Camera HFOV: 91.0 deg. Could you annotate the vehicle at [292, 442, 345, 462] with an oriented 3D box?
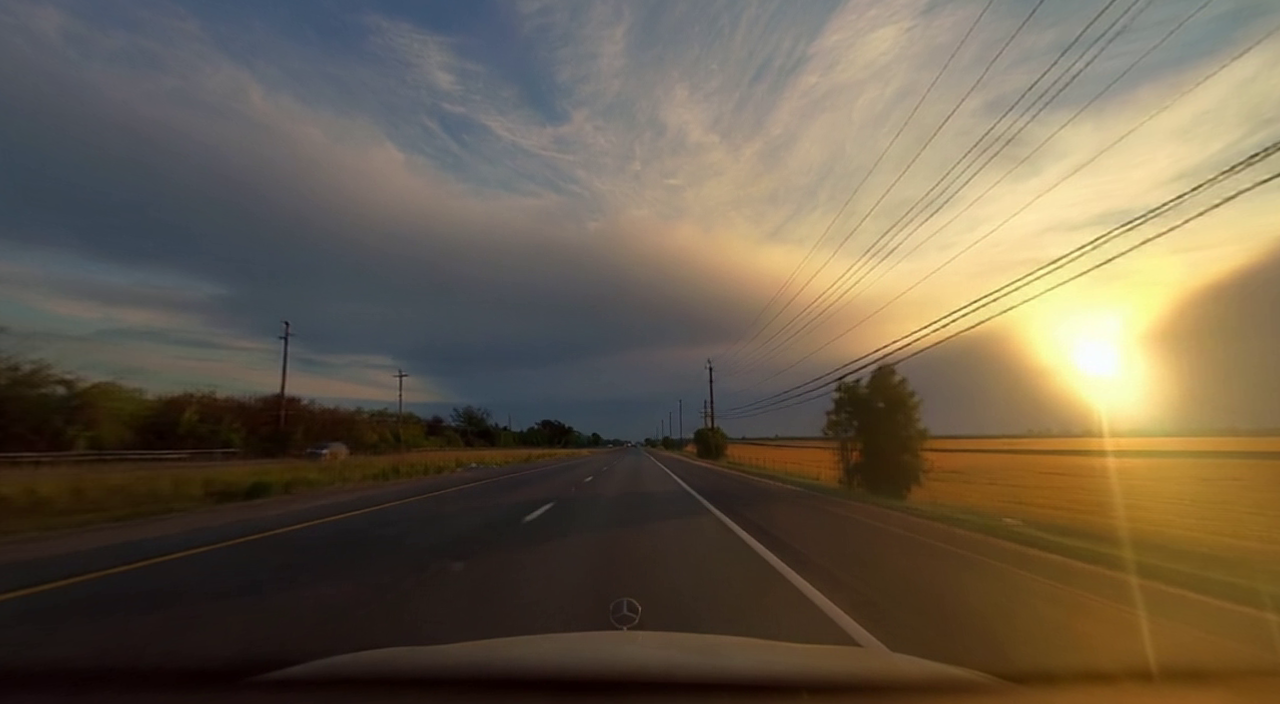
[{"bbox_3d":[-24.880,7.748,48.894,1.795,1.512,4.459,0,-9,-1],"label":"vehicle"}]
